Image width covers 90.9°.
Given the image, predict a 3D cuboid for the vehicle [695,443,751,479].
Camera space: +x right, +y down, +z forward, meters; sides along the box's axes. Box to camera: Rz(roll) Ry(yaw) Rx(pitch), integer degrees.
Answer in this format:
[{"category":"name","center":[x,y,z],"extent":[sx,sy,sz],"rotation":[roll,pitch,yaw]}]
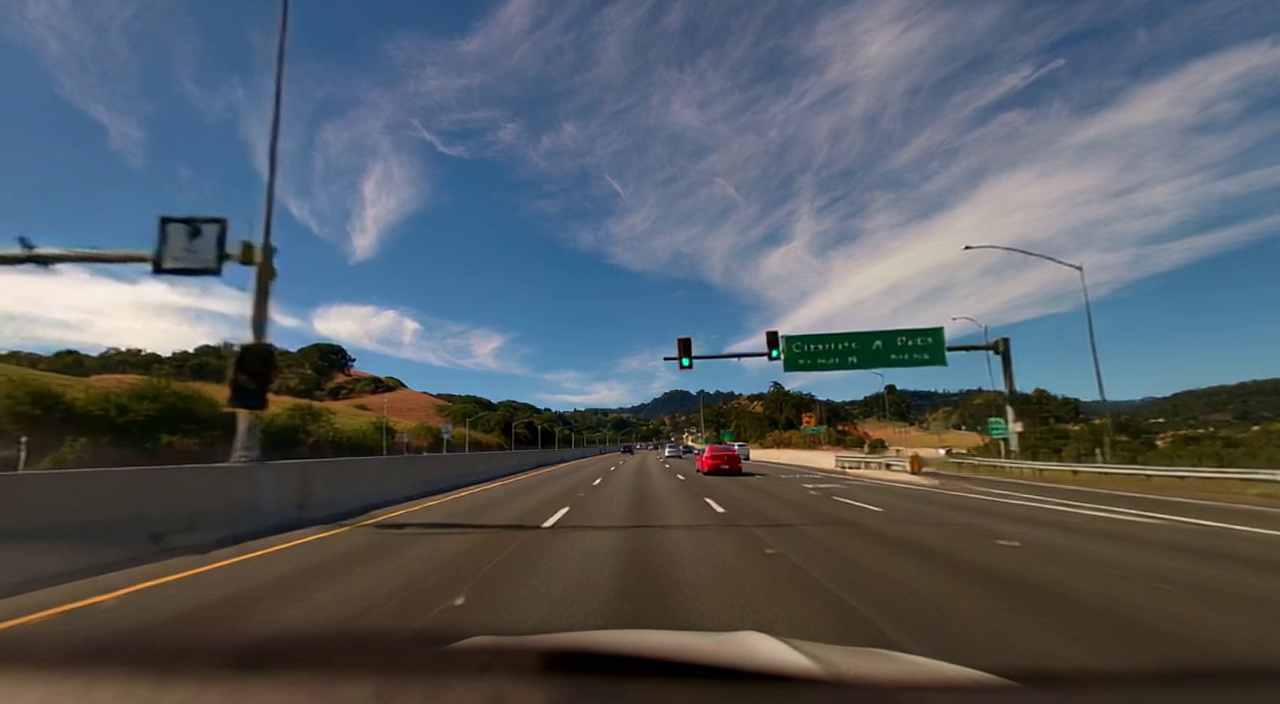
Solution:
[{"category":"vehicle","center":[3.677,4.916,28.732],"extent":[1.916,1.469,4.481],"rotation":[0,-8,-1]}]
